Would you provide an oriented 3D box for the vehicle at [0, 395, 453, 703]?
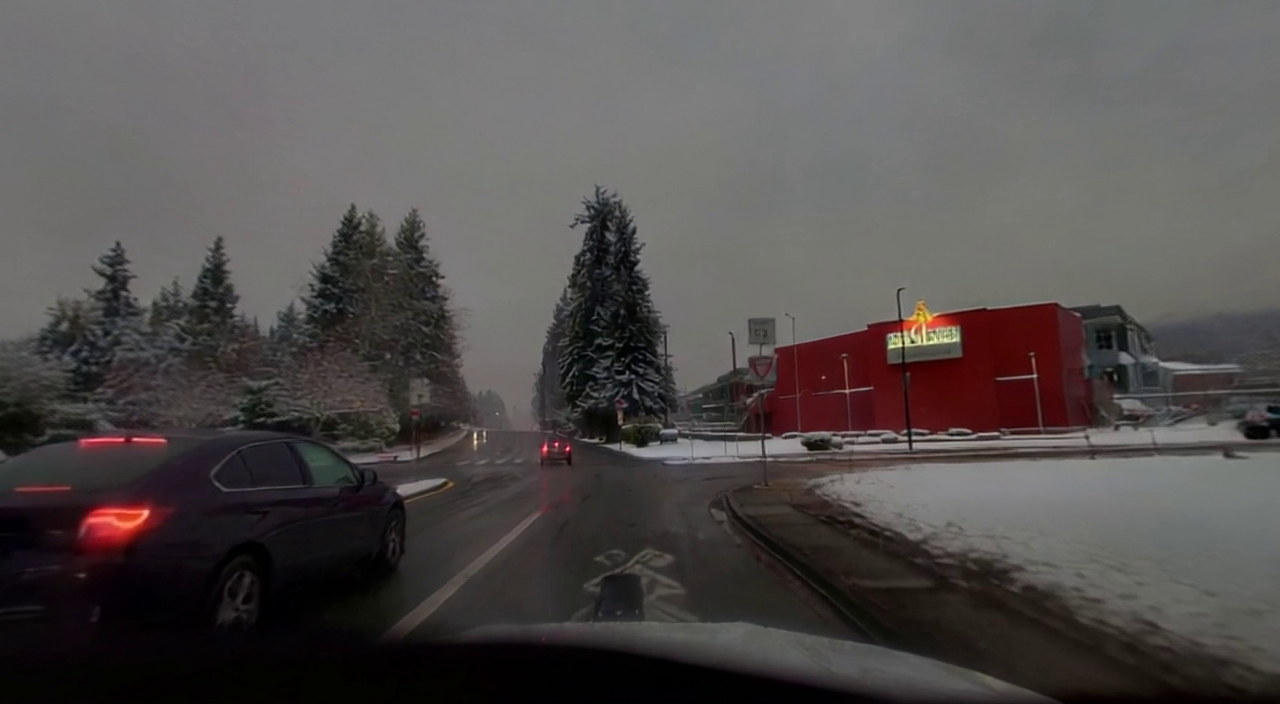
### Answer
[{"bbox_3d":[-3.013,1.202,4.649,1.853,1.478,4.381,0,-8,1],"label":"vehicle"}]

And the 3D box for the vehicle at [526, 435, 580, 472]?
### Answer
[{"bbox_3d":[-3.640,4.295,26.969,1.962,1.424,4.289,0,-8,-3],"label":"vehicle"}]
